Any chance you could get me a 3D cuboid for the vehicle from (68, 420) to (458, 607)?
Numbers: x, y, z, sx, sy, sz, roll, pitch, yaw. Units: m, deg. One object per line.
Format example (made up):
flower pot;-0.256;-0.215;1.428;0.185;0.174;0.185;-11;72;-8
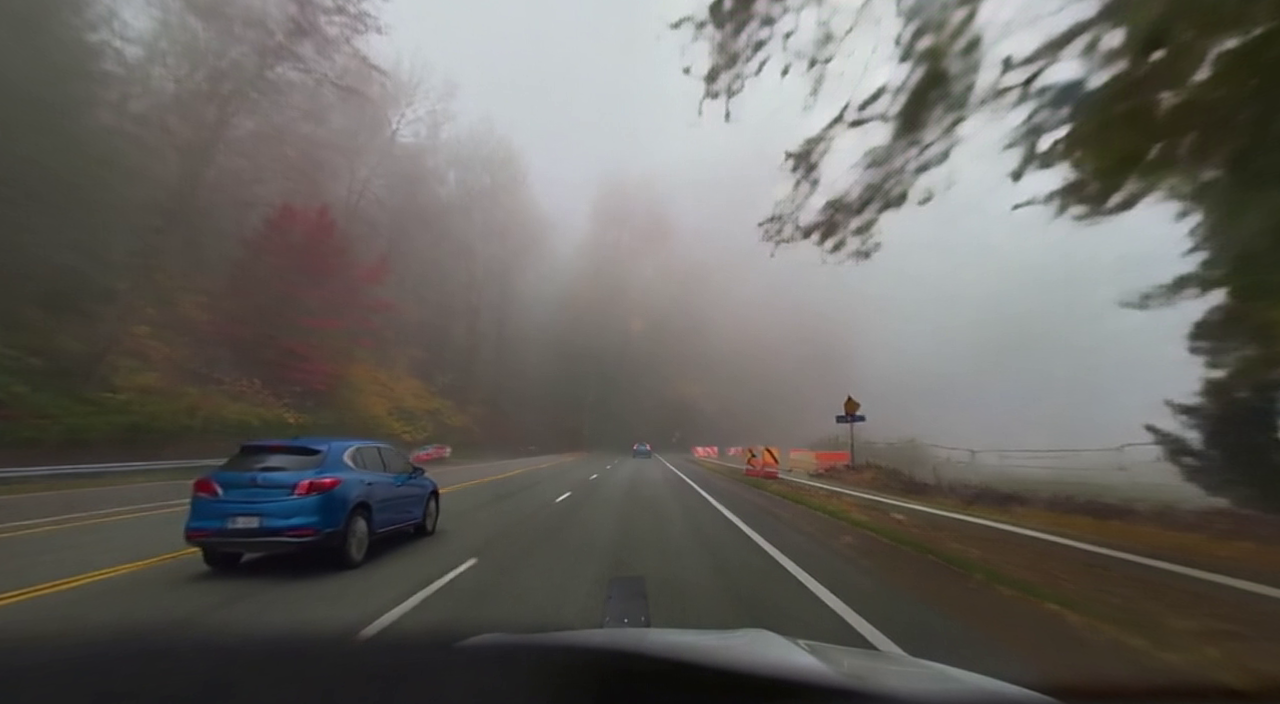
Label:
vehicle;-3.688;1.620;7.223;1.902;1.505;4.016;0;-8;1
